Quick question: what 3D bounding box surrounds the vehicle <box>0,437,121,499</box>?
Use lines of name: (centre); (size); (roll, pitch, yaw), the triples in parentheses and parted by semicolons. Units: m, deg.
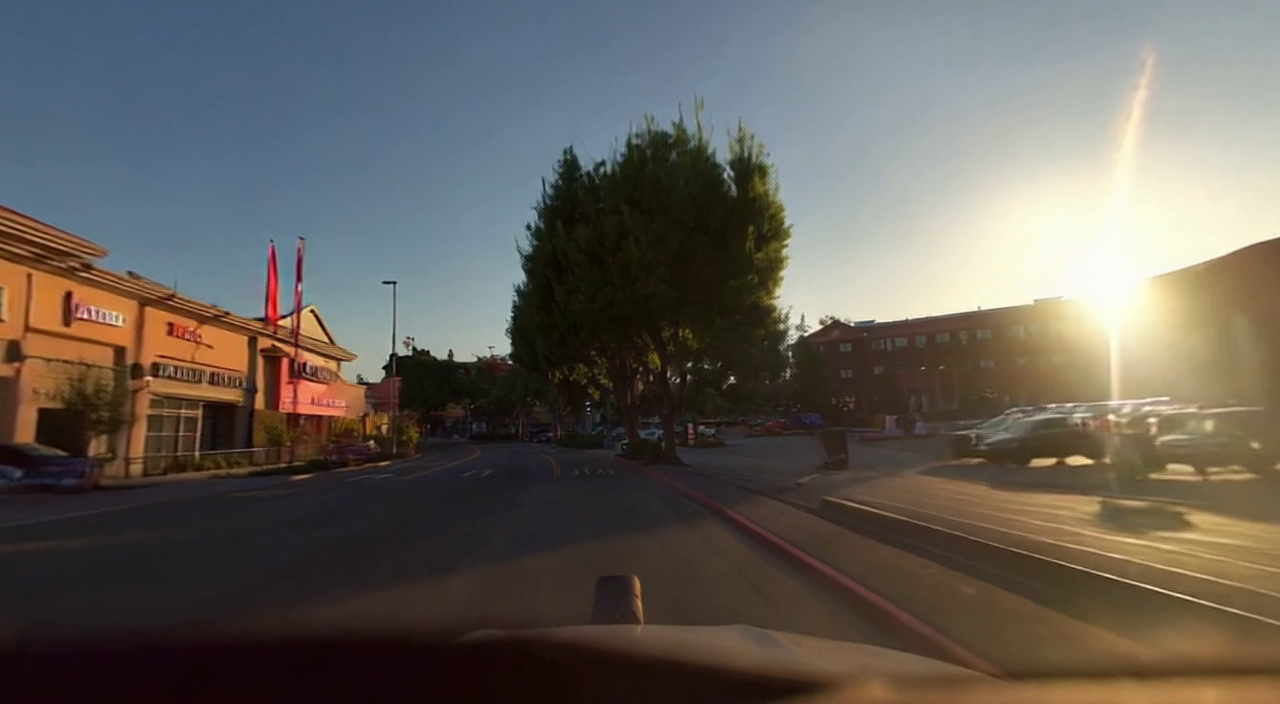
vehicle: (-16.526, 3.214, 17.854); (1.778, 1.584, 2.802); (2, -8, -18)
